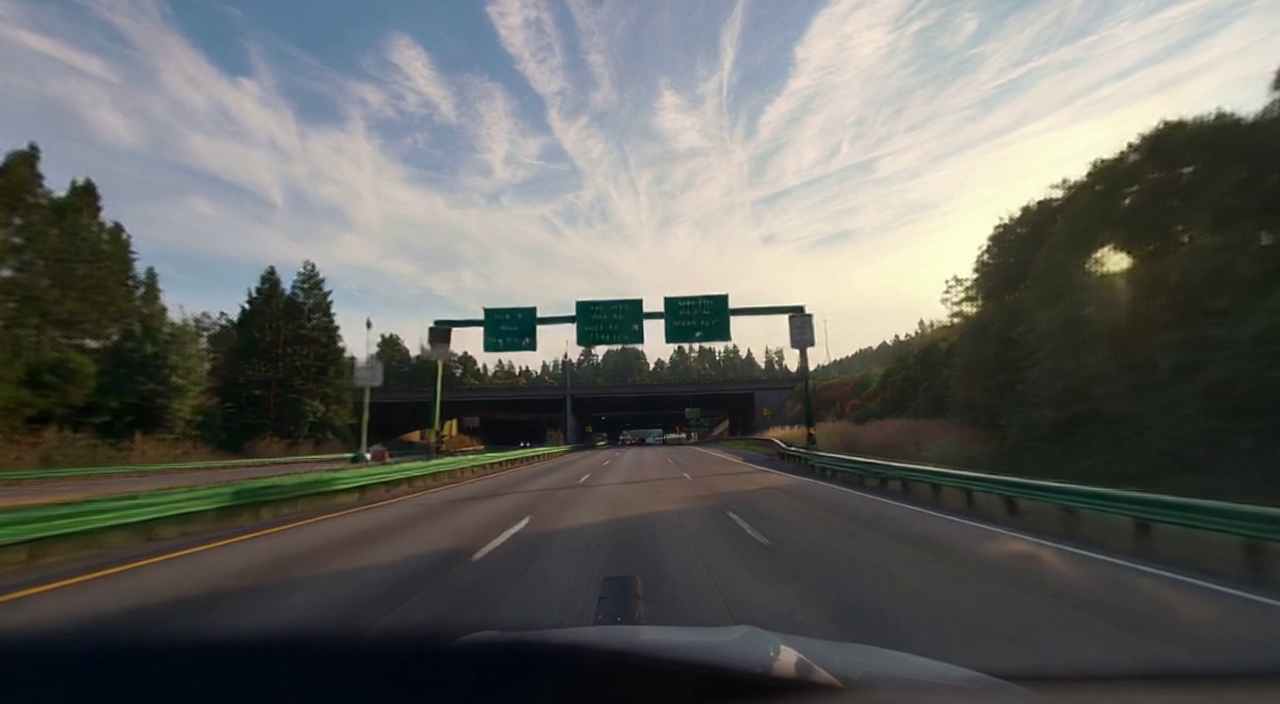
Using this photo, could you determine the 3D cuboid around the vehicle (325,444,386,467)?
[{"bbox_3d":[-19.747,7.170,43.946,2.167,1.427,4.906,0,-8,-3],"label":"vehicle"}]
